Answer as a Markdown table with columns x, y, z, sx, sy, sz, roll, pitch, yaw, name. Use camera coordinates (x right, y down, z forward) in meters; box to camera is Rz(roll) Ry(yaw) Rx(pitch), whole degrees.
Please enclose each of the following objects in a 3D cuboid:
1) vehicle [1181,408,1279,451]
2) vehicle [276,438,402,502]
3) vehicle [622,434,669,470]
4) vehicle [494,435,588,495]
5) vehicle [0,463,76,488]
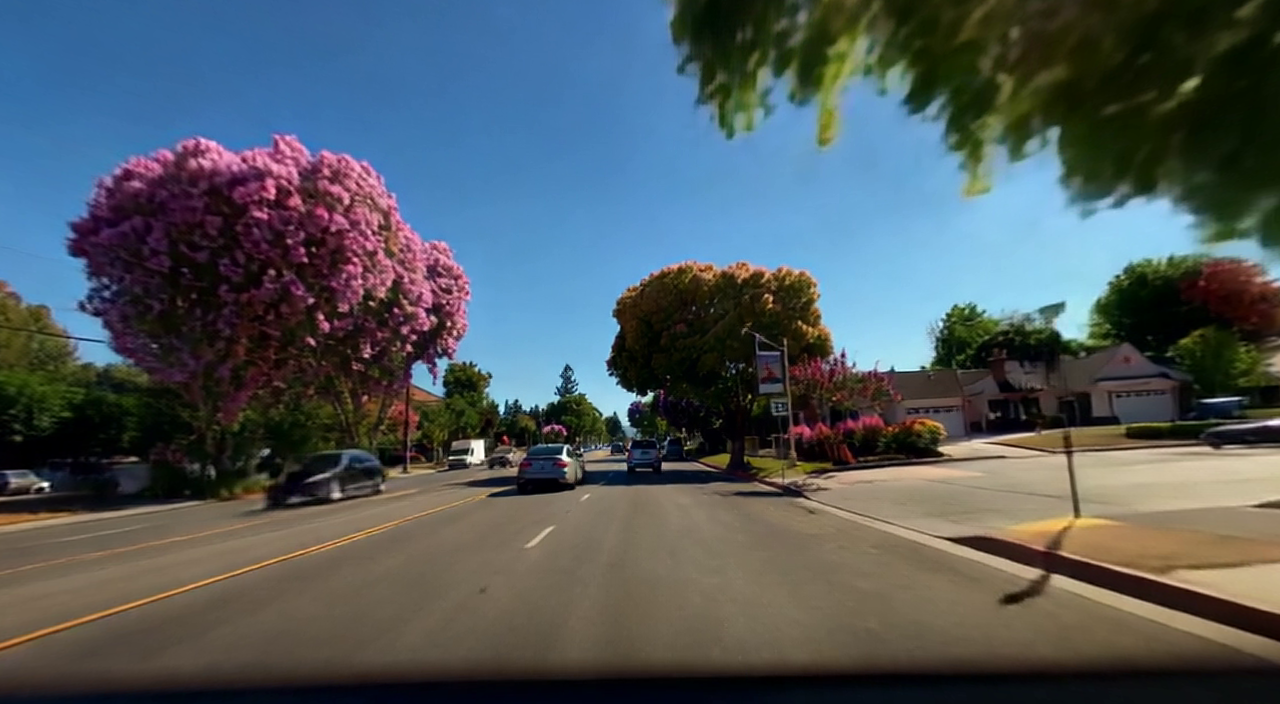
| x | y | z | sx | sy | sz | roll | pitch | yaw | name |
| --- | --- | --- | --- | --- | --- | --- | --- | --- | --- |
| 23.088 | 2.886 | 23.218 | 1.987 | 1.465 | 4.819 | 0 | -8 | -2 | vehicle |
| -9.533 | 3.737 | 20.452 | 2.028 | 1.825 | 4.208 | 0 | -8 | -1 | vehicle |
| 0.228 | 5.391 | 34.101 | 2.376 | 1.801 | 4.317 | 0 | -8 | -1 | vehicle |
| -2.914 | 3.439 | 19.562 | 2.167 | 1.634 | 4.220 | 0 | -8 | 1 | vehicle |
| -42.257 | 8.602 | 44.052 | 4.089 | 1.565 | 1.759 | 0 | -8 | 0 | vehicle |
